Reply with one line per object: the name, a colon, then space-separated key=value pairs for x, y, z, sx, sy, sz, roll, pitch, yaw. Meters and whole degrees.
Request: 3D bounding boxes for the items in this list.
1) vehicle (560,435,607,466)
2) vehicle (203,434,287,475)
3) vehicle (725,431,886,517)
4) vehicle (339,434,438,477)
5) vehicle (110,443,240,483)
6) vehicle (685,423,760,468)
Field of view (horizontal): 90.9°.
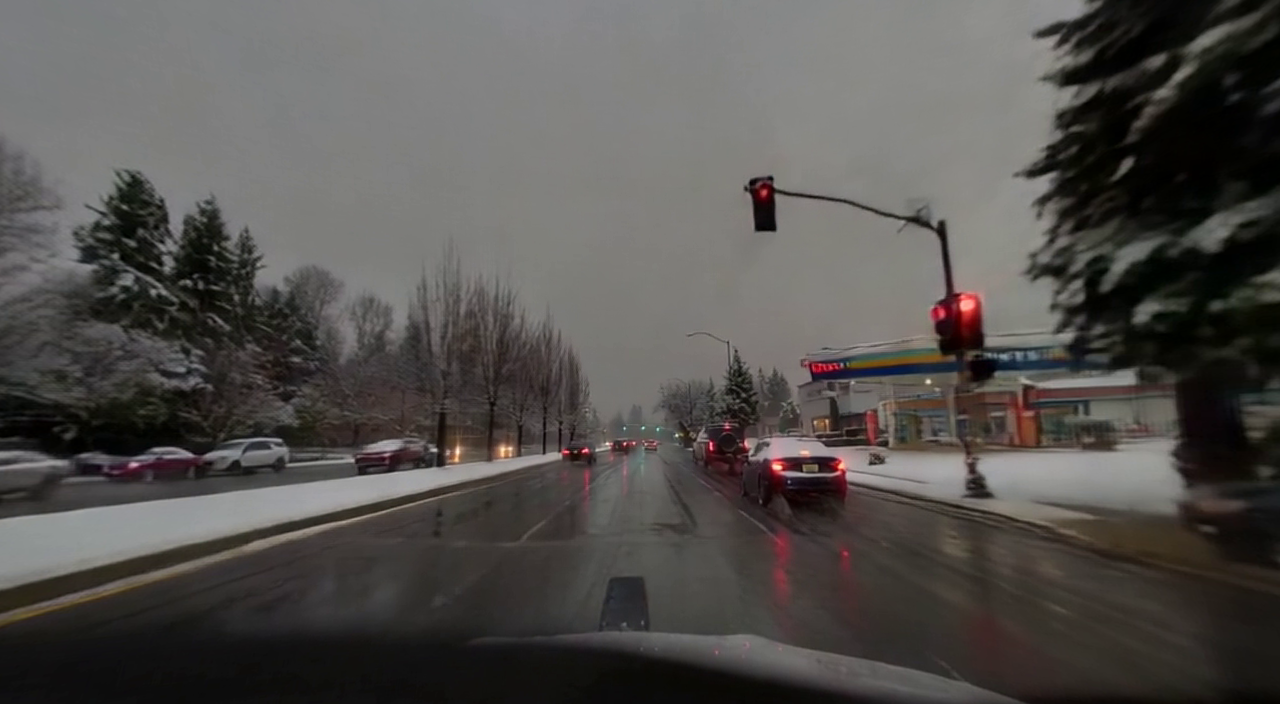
vehicle: x=-3.267 y=5.796 z=37.229 sx=2.250 sy=1.713 sz=4.422 roll=-1 pitch=-8 yaw=2
vehicle: x=-24.340 y=6.322 z=39.075 sx=2.254 sy=2.335 sz=4.297 roll=-1 pitch=-8 yaw=2
vehicle: x=3.216 y=2.486 z=13.411 sx=2.095 sy=1.475 sz=4.686 roll=0 pitch=-8 yaw=-1
vehicle: x=-11.225 y=4.663 z=28.638 sx=2.141 sy=1.751 sz=5.451 roll=-1 pitch=-8 yaw=2
vehicle: x=-24.380 y=5.818 z=33.440 sx=2.341 sy=1.896 sz=5.876 roll=-1 pitch=-8 yaw=1
vehicle: x=4.275 y=5.067 z=34.161 sx=3.245 sy=2.199 sz=6.295 roll=0 pitch=-8 yaw=1
